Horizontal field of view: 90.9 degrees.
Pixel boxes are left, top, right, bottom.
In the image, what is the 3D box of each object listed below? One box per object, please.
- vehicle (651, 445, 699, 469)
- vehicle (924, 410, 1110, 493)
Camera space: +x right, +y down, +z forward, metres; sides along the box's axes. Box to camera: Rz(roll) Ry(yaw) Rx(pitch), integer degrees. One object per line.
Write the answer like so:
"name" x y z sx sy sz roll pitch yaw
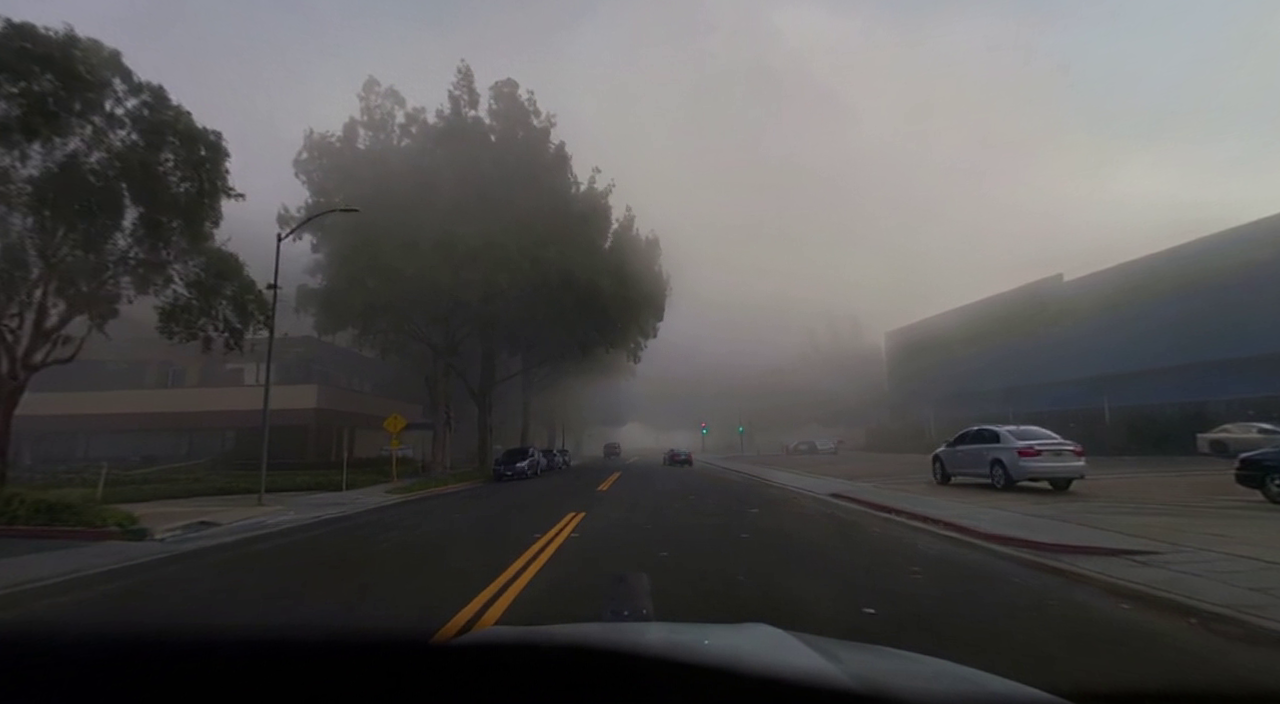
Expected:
"vehicle" 2.640 8.094 48.682 2.097 1.740 4.277 3 -9 -20
"vehicle" 9.559 2.637 16.580 2.018 1.840 4.662 0 -10 1
